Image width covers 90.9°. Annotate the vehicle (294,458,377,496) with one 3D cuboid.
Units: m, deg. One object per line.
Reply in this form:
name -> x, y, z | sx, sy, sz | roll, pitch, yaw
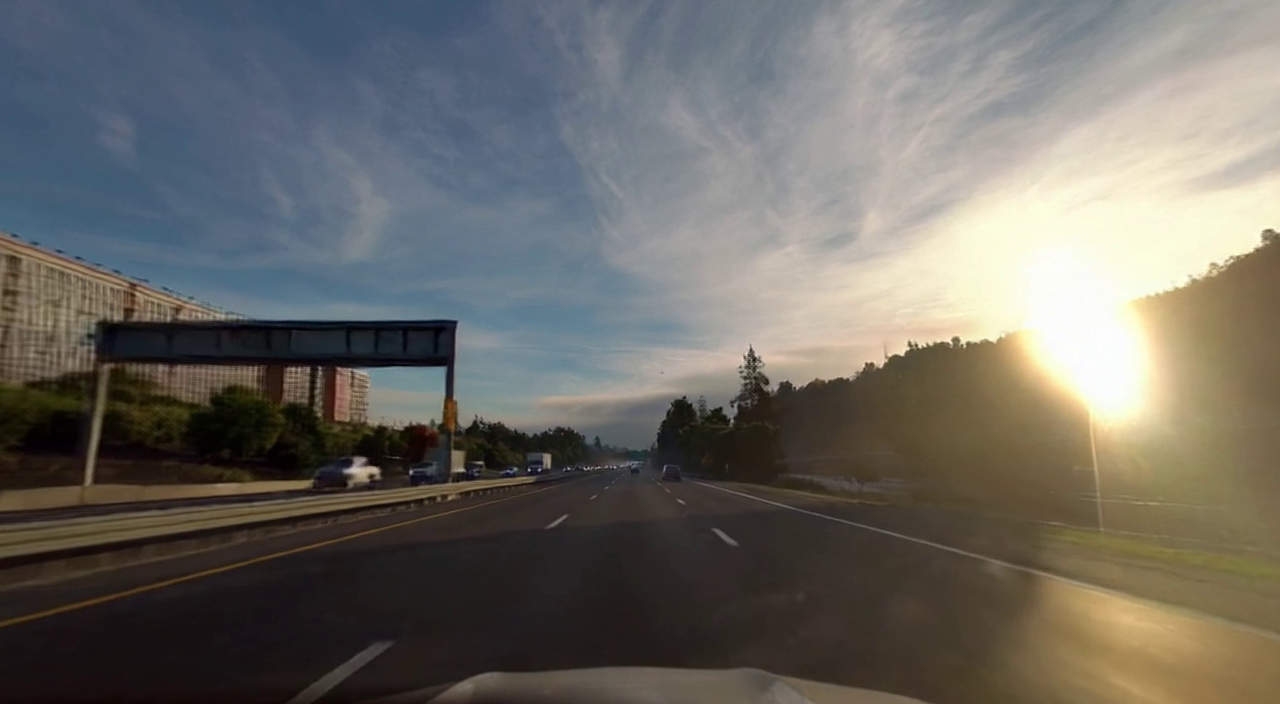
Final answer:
vehicle -> -16.322, 6.727, 34.134 | 2.023, 1.864, 4.924 | 1, -10, 0
